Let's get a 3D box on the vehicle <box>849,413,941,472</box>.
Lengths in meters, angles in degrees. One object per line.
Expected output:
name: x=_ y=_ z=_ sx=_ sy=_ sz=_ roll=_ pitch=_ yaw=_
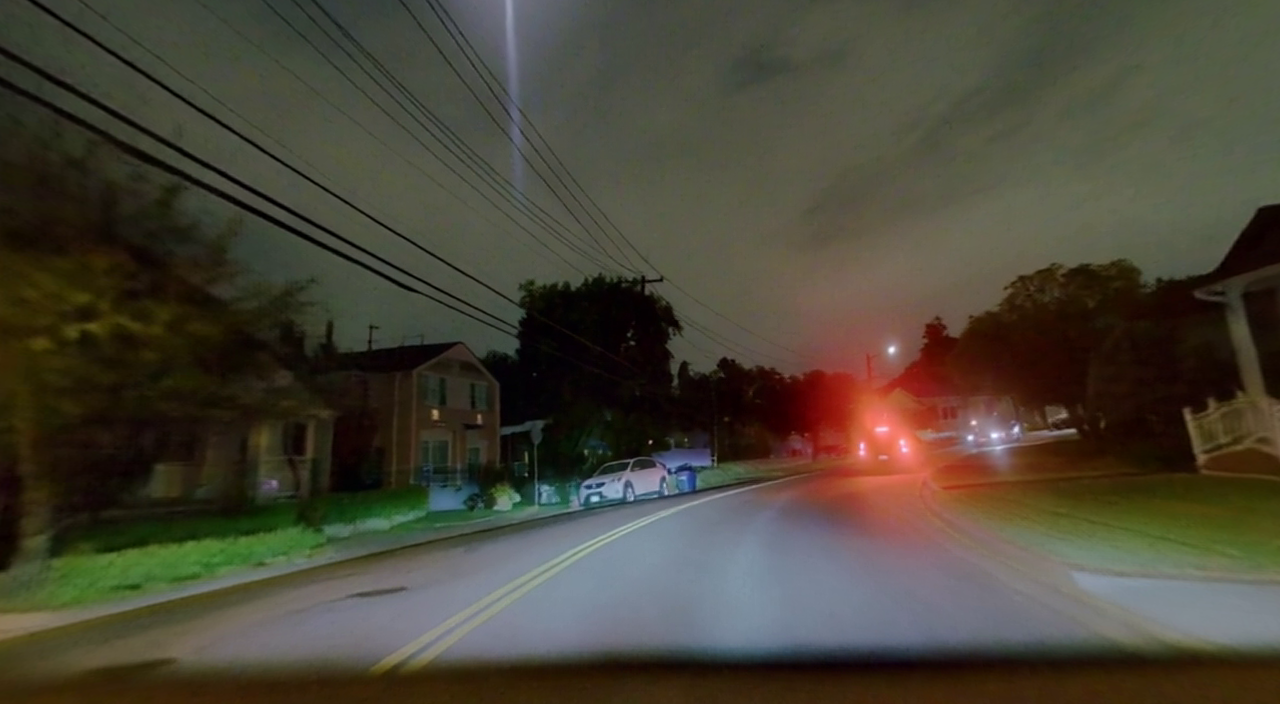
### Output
vehicle: x=9.638 y=3.393 z=23.607 sx=2.086 sy=1.974 sz=4.890 roll=-6 pitch=-10 yaw=34

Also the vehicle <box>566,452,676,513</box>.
vehicle: x=-0.583 y=4.770 z=23.667 sx=2.039 sy=1.949 sz=4.511 roll=-5 pitch=-10 yaw=29
